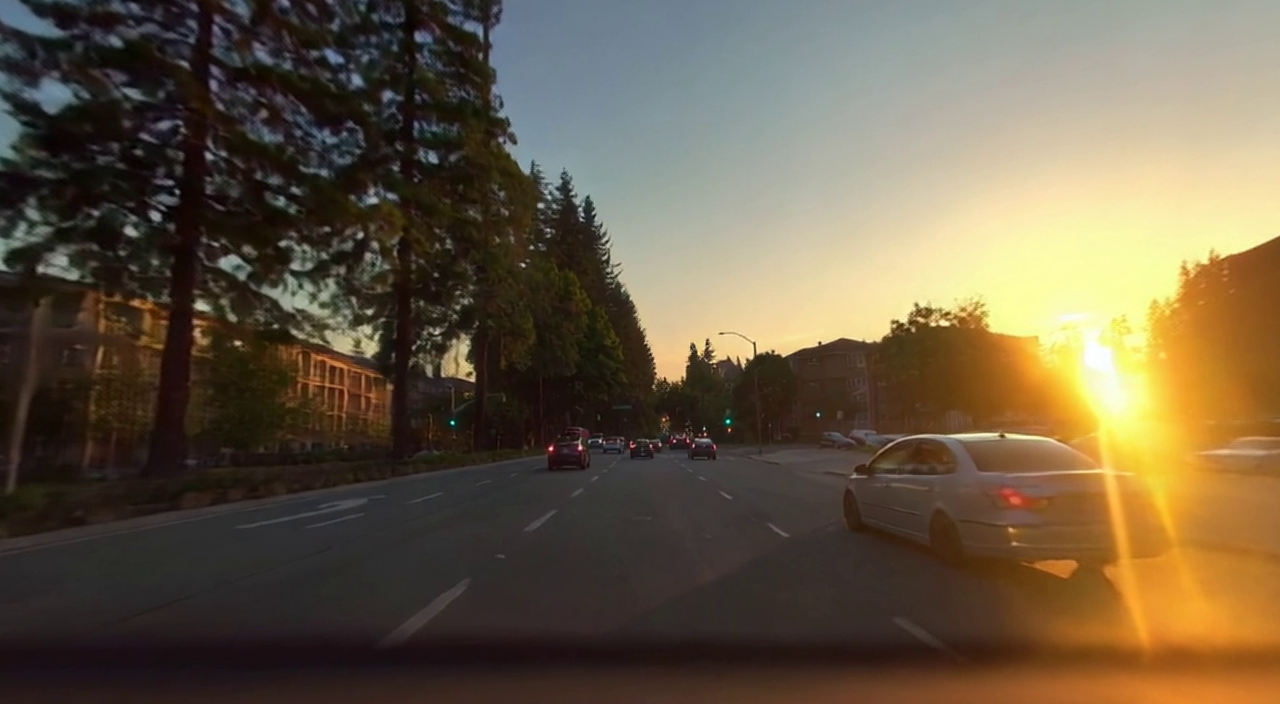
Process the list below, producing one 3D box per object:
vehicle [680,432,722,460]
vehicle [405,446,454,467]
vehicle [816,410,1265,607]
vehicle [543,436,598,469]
[{"bbox_3d":[3.787,5.961,39.795,2.137,1.646,4.488,0,-9,-1],"label":"vehicle"},{"bbox_3d":[-15.299,7.605,46.113,1.901,1.438,4.557,0,-9,1],"label":"vehicle"},{"bbox_3d":[3.725,1.547,7.187,2.128,1.502,4.572,0,-9,0],"label":"vehicle"},{"bbox_3d":[-3.326,4.911,31.053,2.049,1.485,4.656,0,-9,1],"label":"vehicle"}]
